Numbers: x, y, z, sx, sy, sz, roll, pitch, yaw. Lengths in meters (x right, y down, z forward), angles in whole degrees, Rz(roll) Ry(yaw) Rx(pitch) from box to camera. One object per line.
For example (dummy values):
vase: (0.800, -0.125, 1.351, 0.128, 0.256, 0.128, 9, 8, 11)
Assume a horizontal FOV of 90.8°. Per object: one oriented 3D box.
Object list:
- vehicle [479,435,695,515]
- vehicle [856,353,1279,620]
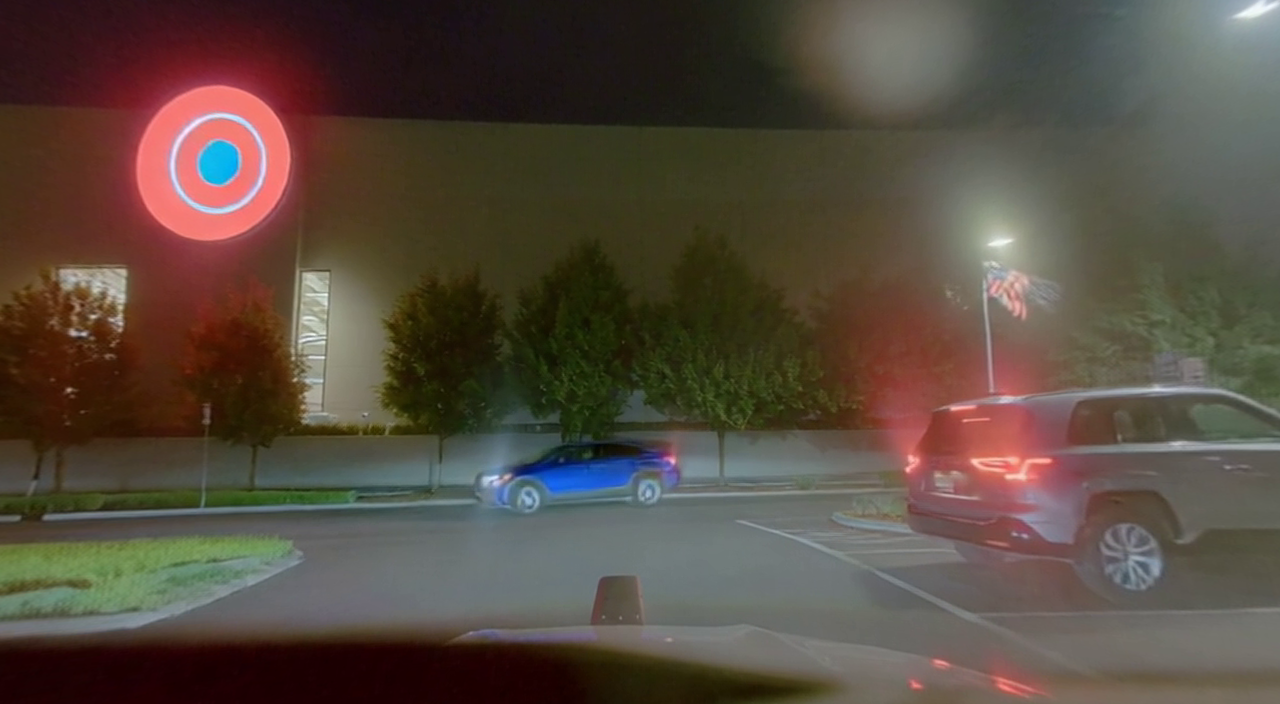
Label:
vehicle: (-1.296, 2.981, 15.668, 4.957, 1.788, 2.092, 1, -9, -6)
vehicle: (4.983, 1.168, 6.062, 4.864, 1.916, 2.413, 1, -8, -6)
